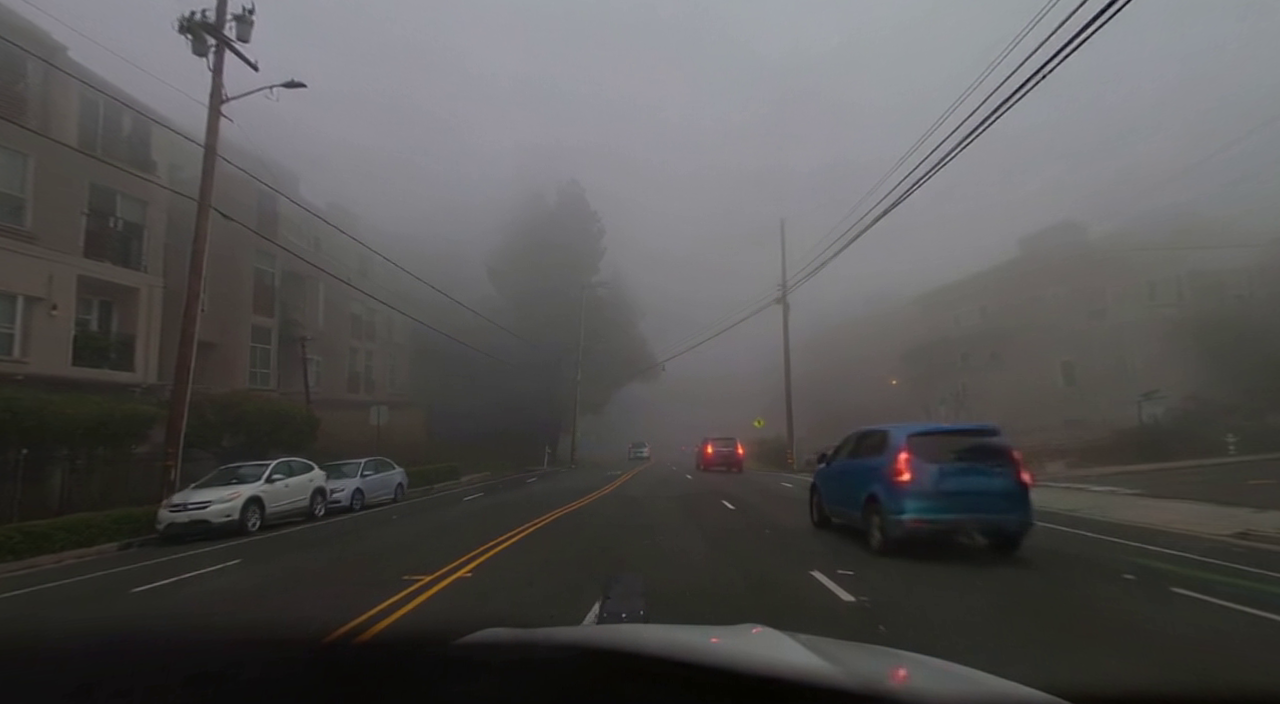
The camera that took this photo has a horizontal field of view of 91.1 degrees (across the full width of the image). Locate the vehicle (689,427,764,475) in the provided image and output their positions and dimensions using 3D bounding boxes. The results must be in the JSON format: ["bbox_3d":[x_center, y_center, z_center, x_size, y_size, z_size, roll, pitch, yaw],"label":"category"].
[{"bbox_3d":[3.583,4.245,27.139,2.368,1.840,4.896,0,-8,-2],"label":"vehicle"}]

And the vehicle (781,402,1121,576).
[{"bbox_3d":[3.658,1.724,8.750,2.306,1.719,4.805,0,-8,1],"label":"vehicle"}]

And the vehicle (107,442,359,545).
[{"bbox_3d":[-8.431,2.916,13.767,2.381,1.825,4.652,0,-8,0],"label":"vehicle"}]
